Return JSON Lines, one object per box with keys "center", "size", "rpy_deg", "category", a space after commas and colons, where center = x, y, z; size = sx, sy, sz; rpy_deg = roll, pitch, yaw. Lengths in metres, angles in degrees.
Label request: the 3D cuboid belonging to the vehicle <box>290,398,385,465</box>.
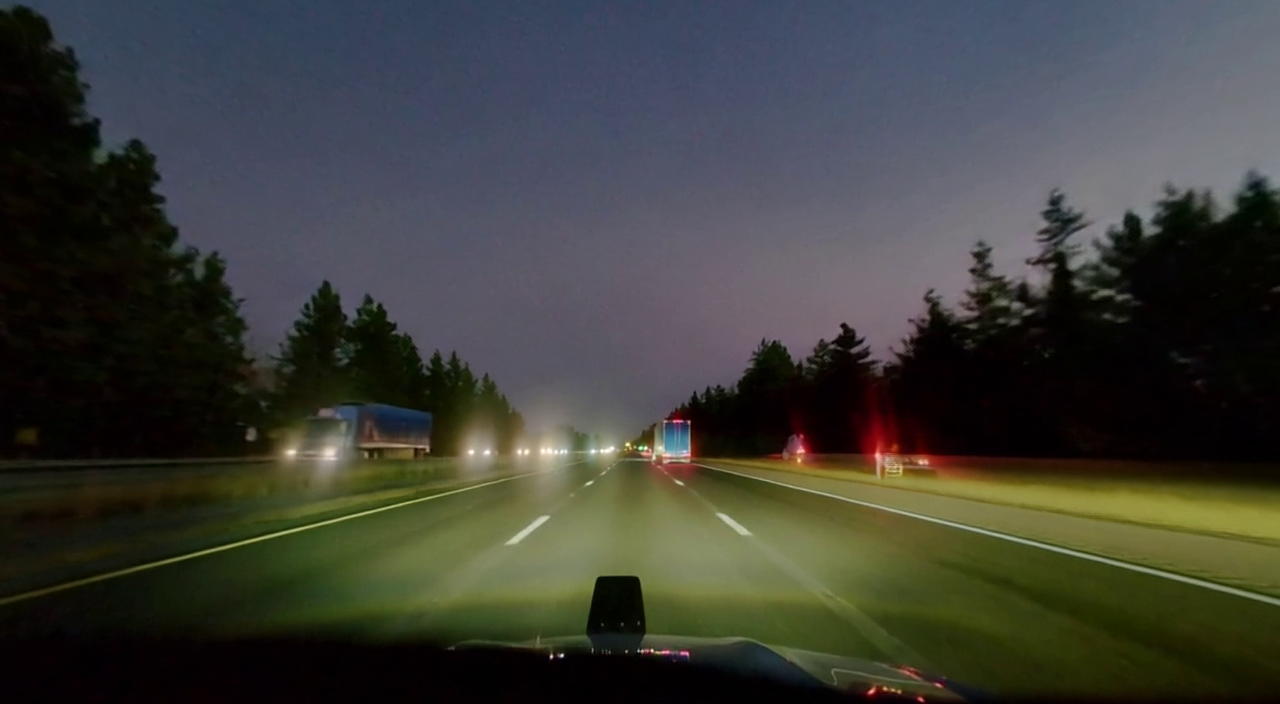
{"center": [-20.143, 5.452, 42.469], "size": [3.050, 4.121, 6.527], "rpy_deg": [0, -9, -1], "category": "vehicle"}
